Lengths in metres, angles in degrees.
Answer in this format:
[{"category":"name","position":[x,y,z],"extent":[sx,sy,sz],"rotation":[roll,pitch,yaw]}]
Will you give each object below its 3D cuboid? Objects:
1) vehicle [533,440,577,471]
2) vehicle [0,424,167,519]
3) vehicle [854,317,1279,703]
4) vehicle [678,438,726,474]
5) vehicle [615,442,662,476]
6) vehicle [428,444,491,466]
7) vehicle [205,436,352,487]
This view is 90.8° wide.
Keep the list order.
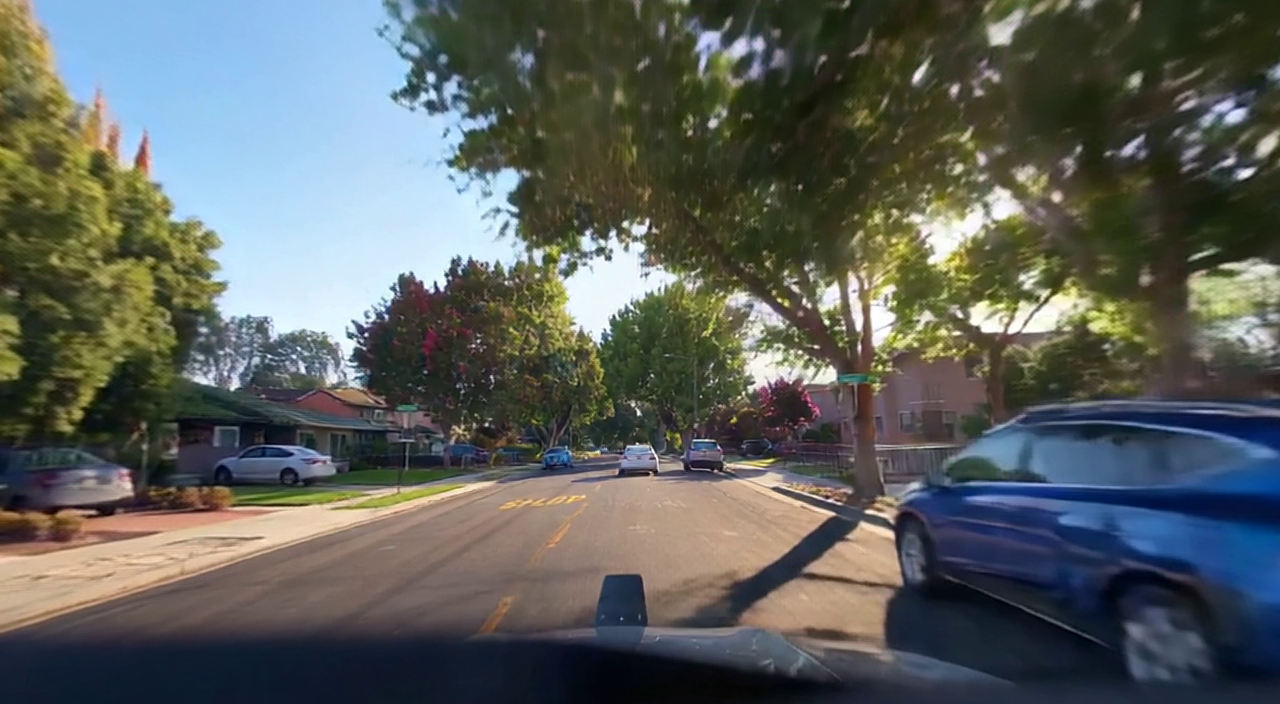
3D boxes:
[{"category":"vehicle","position":[-5.649,6.936,42.543],"extent":[2.126,1.816,4.796],"rotation":[-3,-8,1]},{"category":"vehicle","position":[-13.309,2.505,13.402],"extent":[4.836,1.831,1.982],"rotation":[0,-8,-2]},{"category":"vehicle","position":[3.464,1.025,4.041],"extent":[2.135,1.809,5.682],"rotation":[0,-8,-1]},{"category":"vehicle","position":[3.128,5.367,32.859],"extent":[1.978,1.690,4.306],"rotation":[0,-8,-1]},{"category":"vehicle","position":[-0.071,4.918,29.294],"extent":[2.000,1.449,4.006],"rotation":[0,-8,0]},{"category":"vehicle","position":[-13.390,7.658,47.027],"extent":[4.129,1.523,1.839],"rotation":[0,-8,0]},{"category":"vehicle","position":[-13.453,4.076,23.725],"extent":[4.253,1.772,1.980],"rotation":[0,-8,-3]}]
